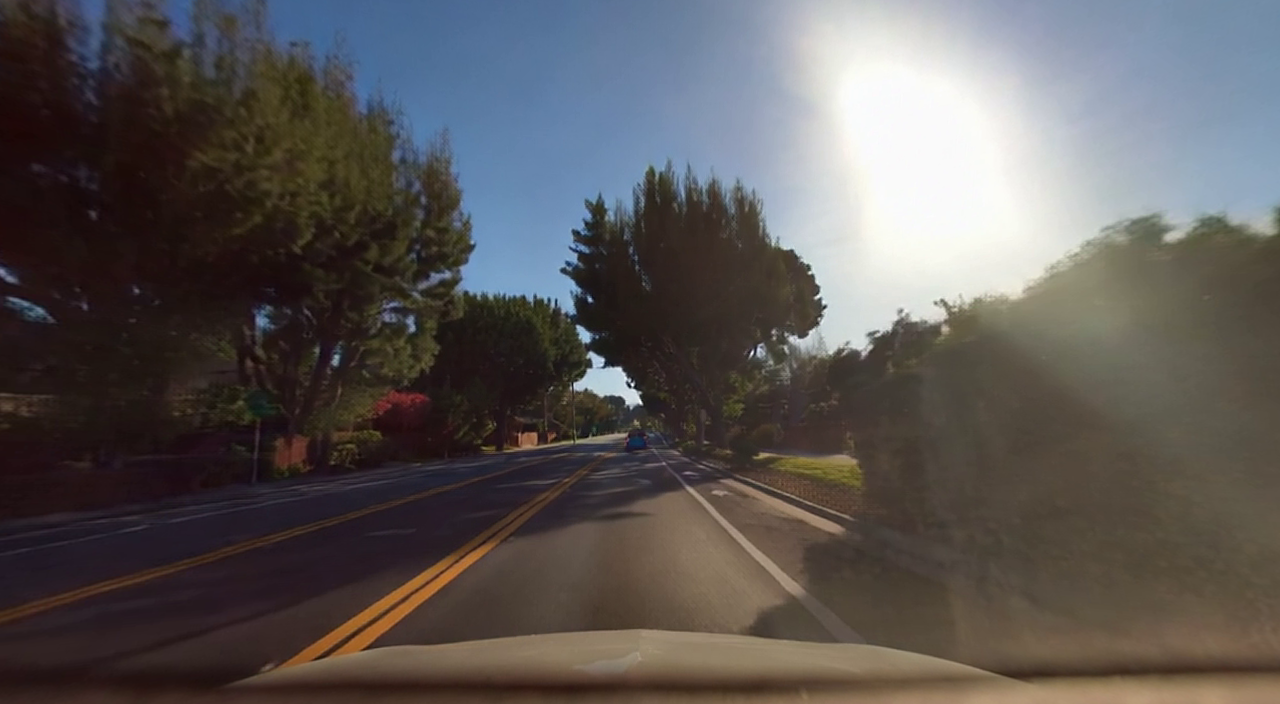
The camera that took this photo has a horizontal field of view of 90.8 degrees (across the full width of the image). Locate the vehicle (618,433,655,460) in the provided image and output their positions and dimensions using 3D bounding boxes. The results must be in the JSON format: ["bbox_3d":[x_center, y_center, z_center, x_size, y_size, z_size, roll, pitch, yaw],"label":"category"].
[{"bbox_3d":[-0.224,5.570,37.284,2.067,1.486,3.861,0,-9,0],"label":"vehicle"}]
